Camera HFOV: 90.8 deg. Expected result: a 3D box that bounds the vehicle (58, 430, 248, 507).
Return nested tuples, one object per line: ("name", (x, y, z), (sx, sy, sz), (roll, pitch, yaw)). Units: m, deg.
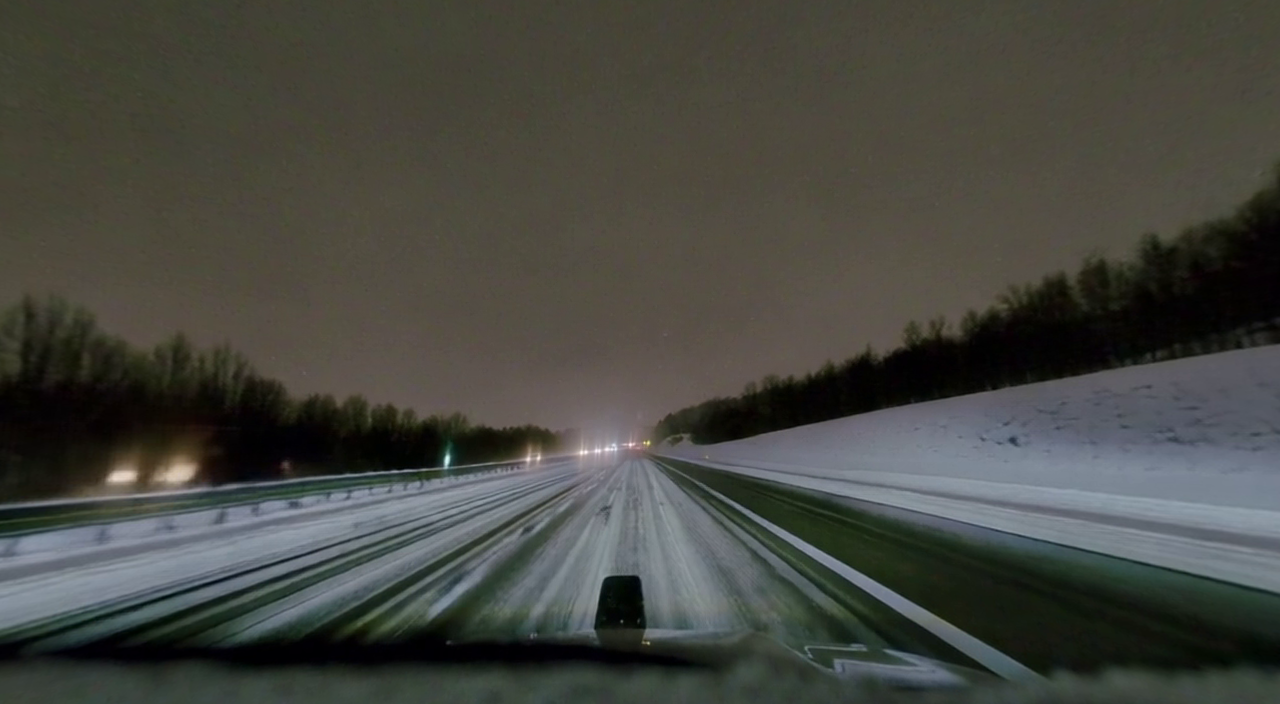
("vehicle", (-16.092, 3.858, 21.368), (2.224, 2.271, 5.154), (0, -9, 1))
